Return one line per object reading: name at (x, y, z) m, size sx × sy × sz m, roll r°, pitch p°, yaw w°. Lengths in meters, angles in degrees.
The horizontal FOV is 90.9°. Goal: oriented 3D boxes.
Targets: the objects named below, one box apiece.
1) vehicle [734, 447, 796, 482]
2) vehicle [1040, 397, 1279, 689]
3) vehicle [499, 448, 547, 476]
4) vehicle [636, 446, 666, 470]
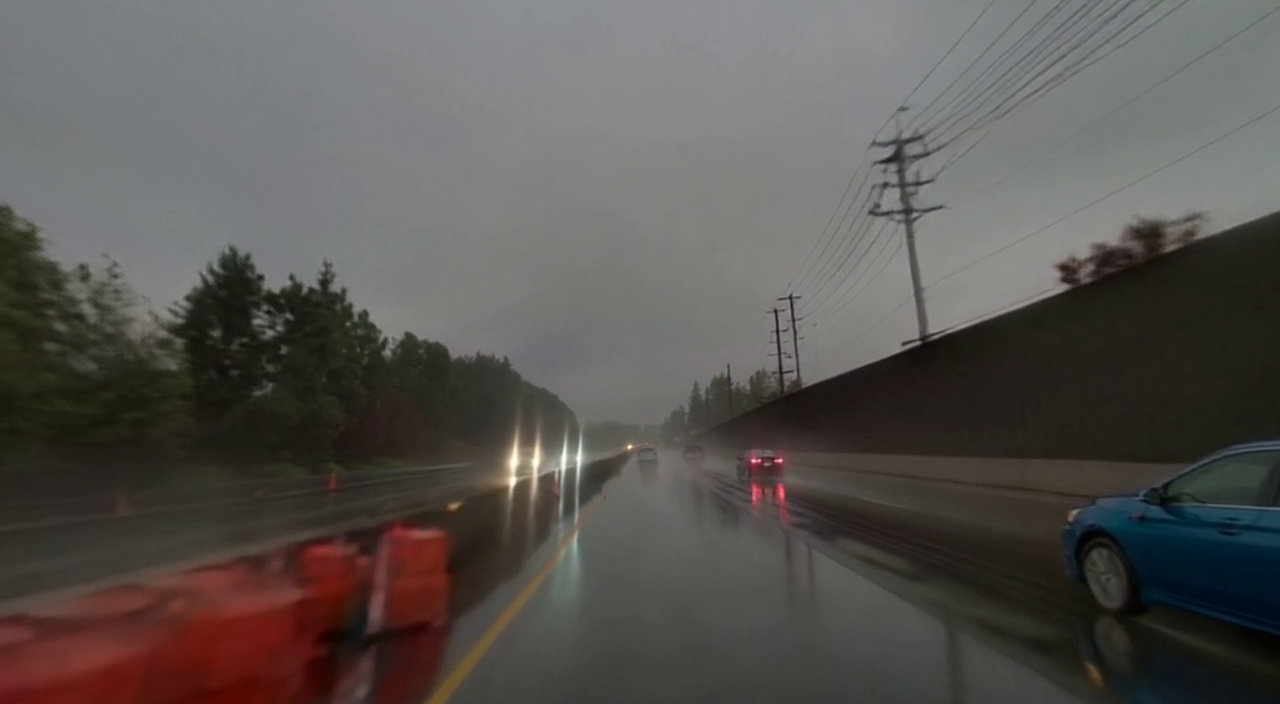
vehicle at (5.493, 4.963, 28.214) m, size 1.881 × 1.409 × 4.016 m, roll 0°, pitch -8°, yaw -1°
vehicle at (4.472, 0.994, 3.152) m, size 1.997 × 1.568 × 4.529 m, roll 0°, pitch -8°, yaw 1°
vehicle at (-7.356, 6.942, 40.137) m, size 1.941 × 1.594 × 4.791 m, roll 0°, pitch -8°, yaw 2°
vehicle at (0.771, 7.653, 45.783) m, size 2.096 × 1.583 × 4.150 m, roll 0°, pitch -8°, yaw 0°
